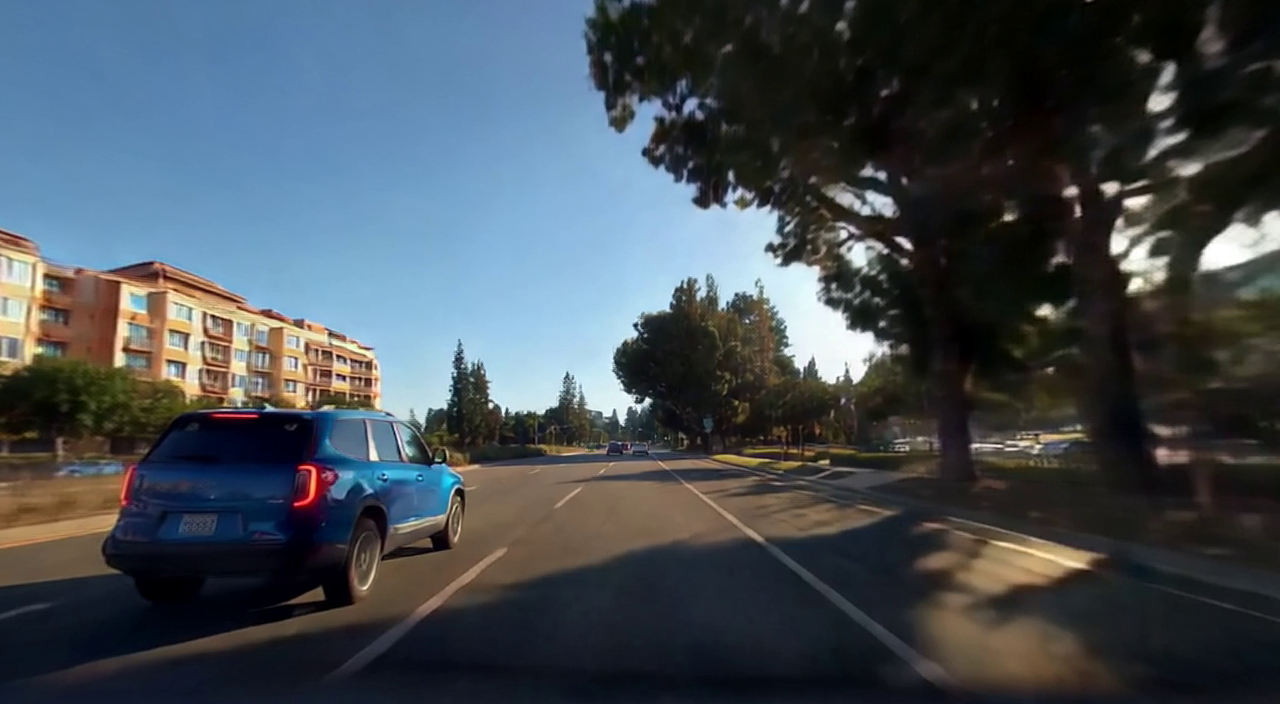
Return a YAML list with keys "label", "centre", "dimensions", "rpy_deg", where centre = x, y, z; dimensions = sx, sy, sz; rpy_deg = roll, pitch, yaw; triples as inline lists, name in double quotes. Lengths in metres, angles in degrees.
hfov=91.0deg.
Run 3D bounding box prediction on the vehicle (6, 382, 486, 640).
- label: "vehicle"
  centre: [-3.188, 1.388, 6.525]
  dimensions: [2.033, 1.713, 4.503]
  rpy_deg: [0, -8, 0]
